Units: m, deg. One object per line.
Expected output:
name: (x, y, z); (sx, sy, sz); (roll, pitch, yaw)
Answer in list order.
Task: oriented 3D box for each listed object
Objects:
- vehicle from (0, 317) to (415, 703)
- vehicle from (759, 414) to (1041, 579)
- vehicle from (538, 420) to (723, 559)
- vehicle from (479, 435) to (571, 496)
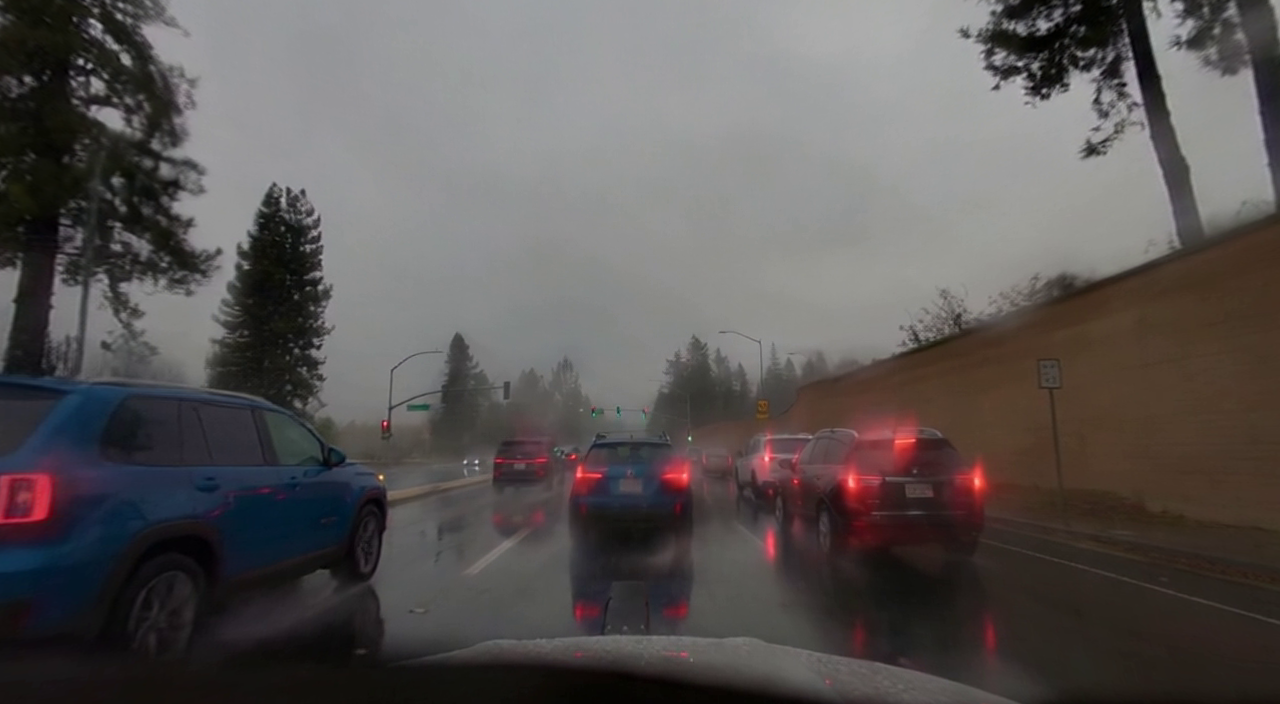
vehicle: (-3.589, 1.122, 4.818); (2.070, 1.913, 4.450); (0, -8, 0)
vehicle: (3.119, 1.818, 8.767); (2.029, 1.702, 4.281); (0, -8, -1)
vehicle: (-0.089, 1.967, 9.714); (2.245, 1.677, 3.913); (0, -8, 1)
vehicle: (-3.622, 3.672, 20.784); (2.067, 1.759, 4.631); (0, -8, 1)
